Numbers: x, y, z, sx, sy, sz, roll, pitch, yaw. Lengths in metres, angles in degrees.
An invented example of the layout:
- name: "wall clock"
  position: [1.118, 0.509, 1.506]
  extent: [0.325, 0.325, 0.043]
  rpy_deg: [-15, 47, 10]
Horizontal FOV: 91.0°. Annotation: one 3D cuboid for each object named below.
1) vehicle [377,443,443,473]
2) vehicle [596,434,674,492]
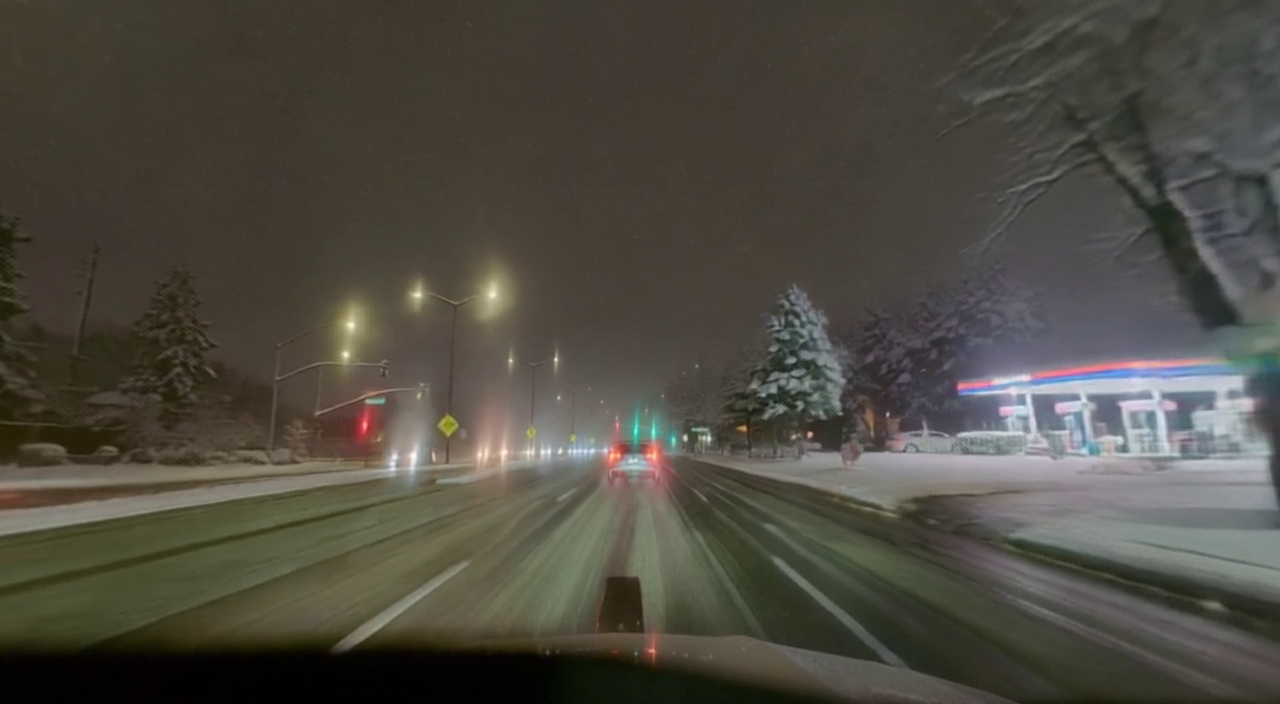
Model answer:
- name: "vehicle"
  position: [-12.207, 5.635, 33.727]
  extent: [1.868, 1.516, 4.321]
  rpy_deg: [0, -8, 1]
- name: "vehicle"
  position: [-0.134, 3.253, 18.784]
  extent: [2.062, 1.519, 4.214]
  rpy_deg: [0, -8, 0]
